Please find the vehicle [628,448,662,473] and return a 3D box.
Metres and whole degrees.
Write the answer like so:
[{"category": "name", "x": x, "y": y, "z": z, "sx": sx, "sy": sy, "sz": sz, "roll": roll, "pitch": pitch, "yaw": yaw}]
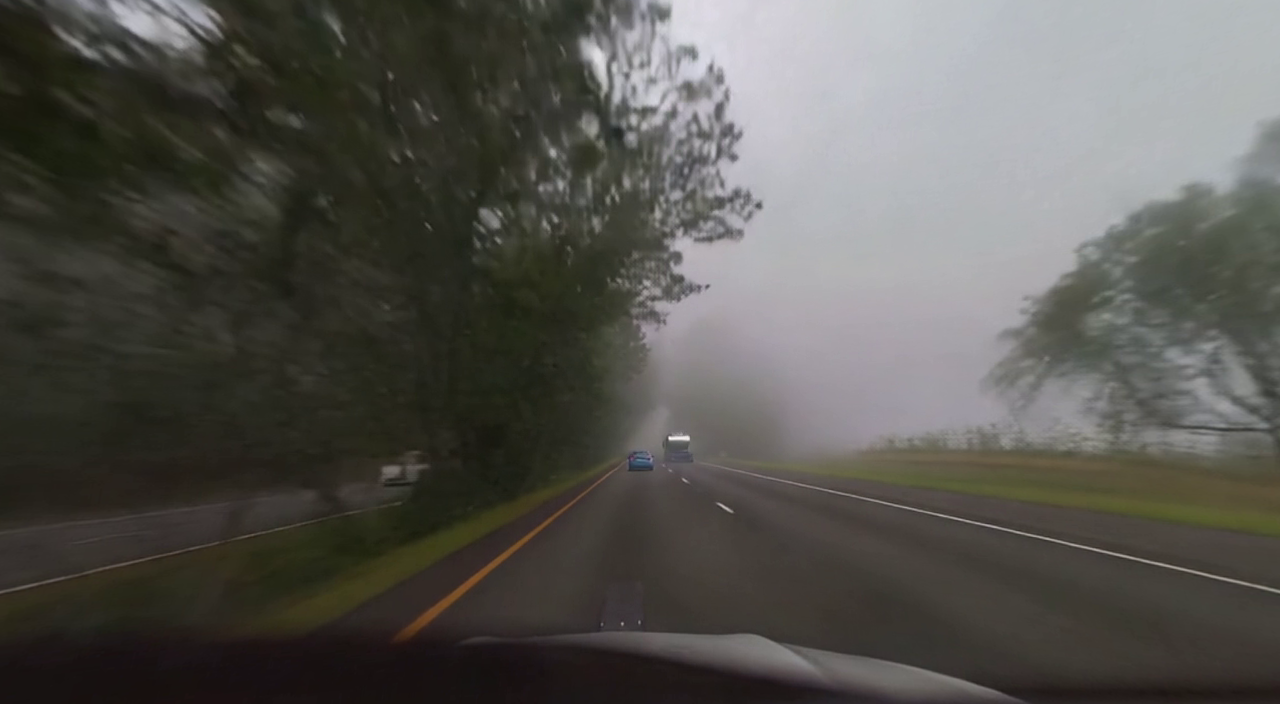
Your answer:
[{"category": "vehicle", "x": 0.286, "y": 6.447, "z": 37.507, "sx": 1.926, "sy": 1.386, "sz": 3.615, "roll": 0, "pitch": -9, "yaw": 0}]
